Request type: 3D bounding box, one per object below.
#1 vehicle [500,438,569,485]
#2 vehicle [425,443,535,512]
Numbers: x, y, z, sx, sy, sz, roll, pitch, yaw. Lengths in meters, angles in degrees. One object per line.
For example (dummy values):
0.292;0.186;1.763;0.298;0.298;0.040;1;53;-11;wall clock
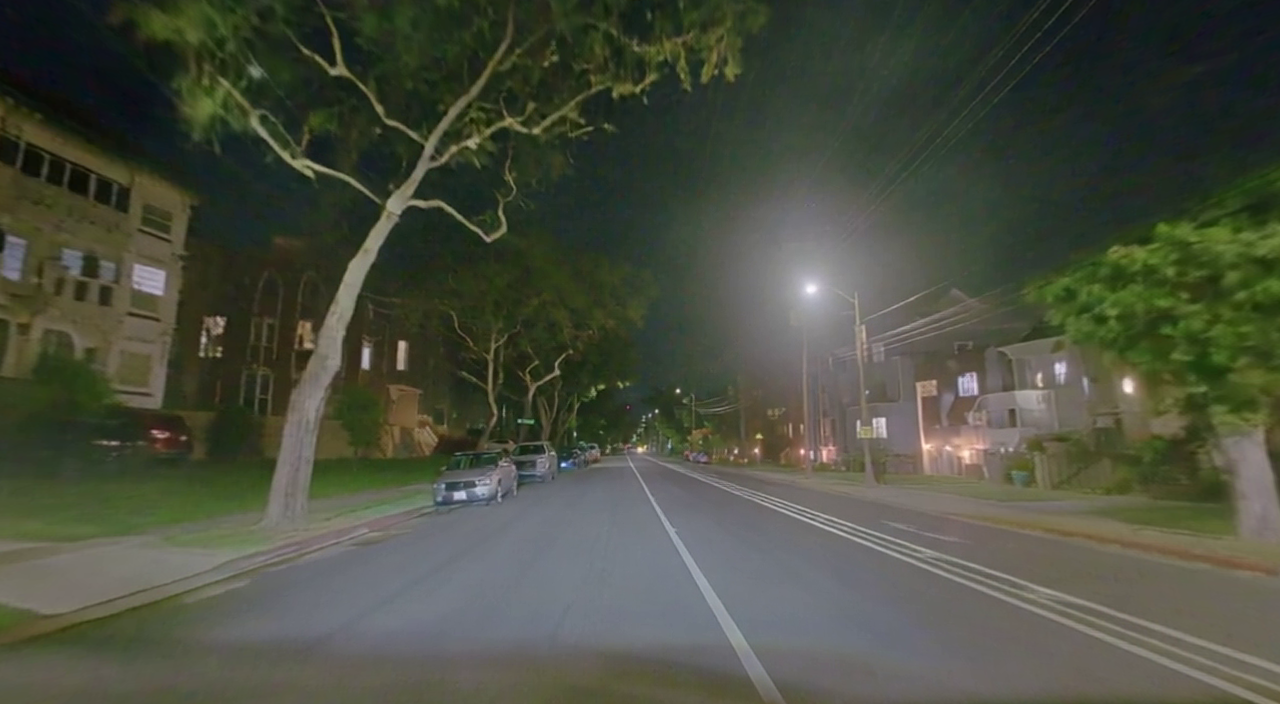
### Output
-4.637;4.933;28.698;2.189;1.887;5.616;0;-9;-1;vehicle
-4.039;3.216;16.769;1.825;1.542;4.715;0;-9;-2;vehicle
